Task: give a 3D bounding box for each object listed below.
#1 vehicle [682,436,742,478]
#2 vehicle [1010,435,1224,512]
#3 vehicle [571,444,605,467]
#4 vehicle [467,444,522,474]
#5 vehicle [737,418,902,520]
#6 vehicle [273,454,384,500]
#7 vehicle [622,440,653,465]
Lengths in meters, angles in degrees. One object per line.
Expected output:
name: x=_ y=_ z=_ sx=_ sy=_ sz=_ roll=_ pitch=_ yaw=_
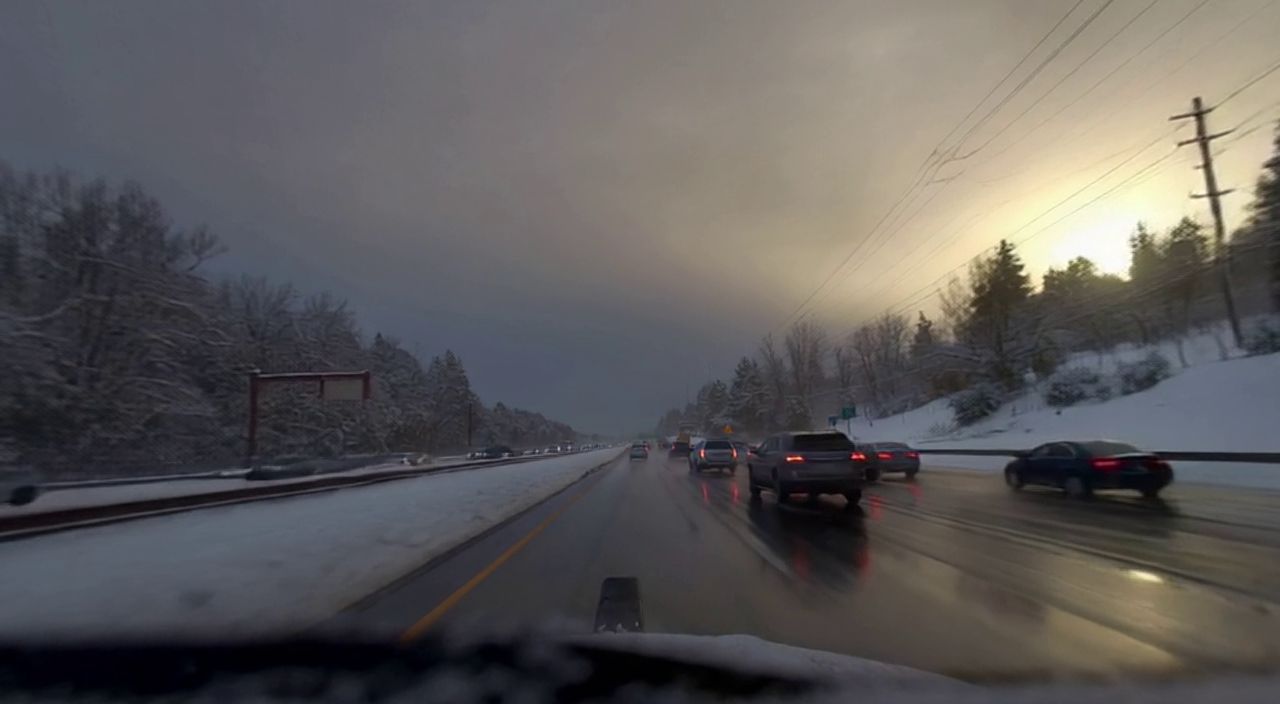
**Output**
vehicle: x=3.251 y=4.865 z=29.380 sx=2.111 sy=1.755 sz=4.459 roll=0 pitch=-8 yaw=-2
vehicle: x=10.557 y=2.678 z=14.363 sx=1.850 sy=1.492 sz=3.767 roll=0 pitch=-8 yaw=-1
vehicle: x=-3.632 y=7.328 z=44.616 sx=2.051 sy=1.510 sz=4.373 roll=0 pitch=-8 yaw=0
vehicle: x=-8.610 y=6.338 z=37.650 sx=2.007 sy=1.651 sz=5.177 roll=0 pitch=-8 yaw=0
vehicle: x=3.629 y=2.481 z=13.878 sx=2.138 sy=1.826 sz=4.783 roll=0 pitch=-8 yaw=-1
vehicle: x=-11.899 y=4.755 z=24.432 sx=1.981 sy=1.529 sz=4.499 roll=0 pitch=-8 yaw=0
vehicle: x=-0.202 y=7.714 z=48.337 sx=2.314 sy=1.796 sz=4.254 roll=0 pitch=-8 yaw=-1
